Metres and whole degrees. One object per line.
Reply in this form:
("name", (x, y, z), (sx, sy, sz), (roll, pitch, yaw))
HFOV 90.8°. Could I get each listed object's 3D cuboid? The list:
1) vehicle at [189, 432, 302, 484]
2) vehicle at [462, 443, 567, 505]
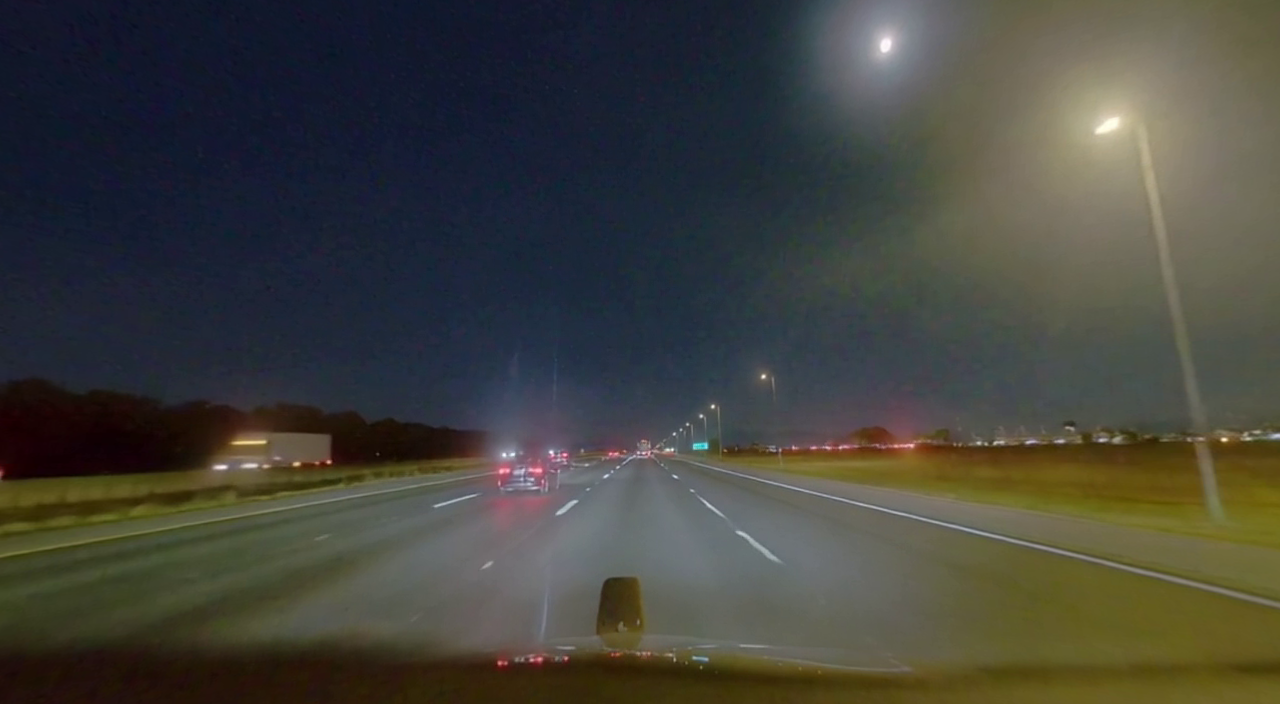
("vehicle", (-20.440, 5.530, 33.122), (2.259, 2.455, 5.747), (0, -9, -2))
("vehicle", (-3.587, 3.591, 18.954), (2.139, 1.607, 4.378), (0, -9, 1))
